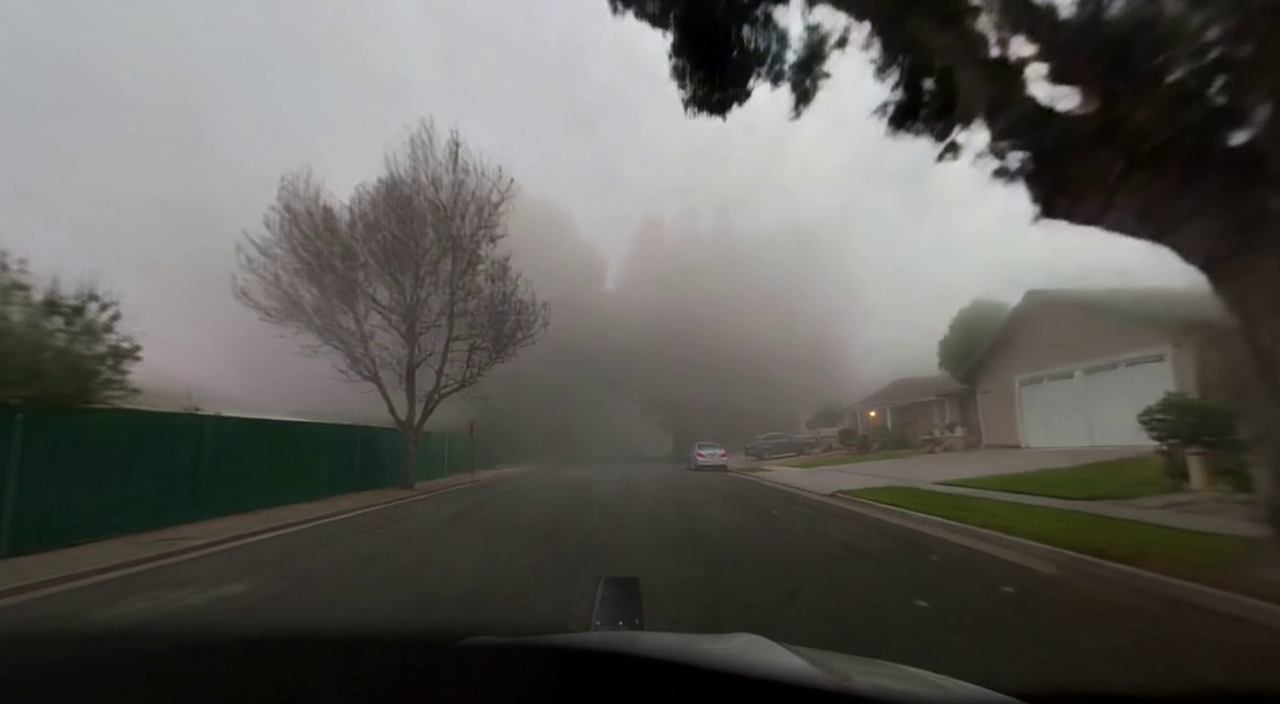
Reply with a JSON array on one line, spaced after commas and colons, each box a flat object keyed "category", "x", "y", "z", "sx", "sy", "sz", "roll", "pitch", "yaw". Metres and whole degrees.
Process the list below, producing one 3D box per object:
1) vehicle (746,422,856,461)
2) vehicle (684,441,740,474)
[{"category": "vehicle", "x": 9.614, "y": 5.418, "z": 38.217, "sx": 5.935, "sy": 1.911, "sz": 2.236, "roll": -4, "pitch": -9, "yaw": 0}, {"category": "vehicle", "x": 3.569, "y": 5.304, "z": 32.133, "sx": 2.051, "sy": 1.524, "sz": 5.047, "roll": 0, "pitch": -8, "yaw": -2}]
